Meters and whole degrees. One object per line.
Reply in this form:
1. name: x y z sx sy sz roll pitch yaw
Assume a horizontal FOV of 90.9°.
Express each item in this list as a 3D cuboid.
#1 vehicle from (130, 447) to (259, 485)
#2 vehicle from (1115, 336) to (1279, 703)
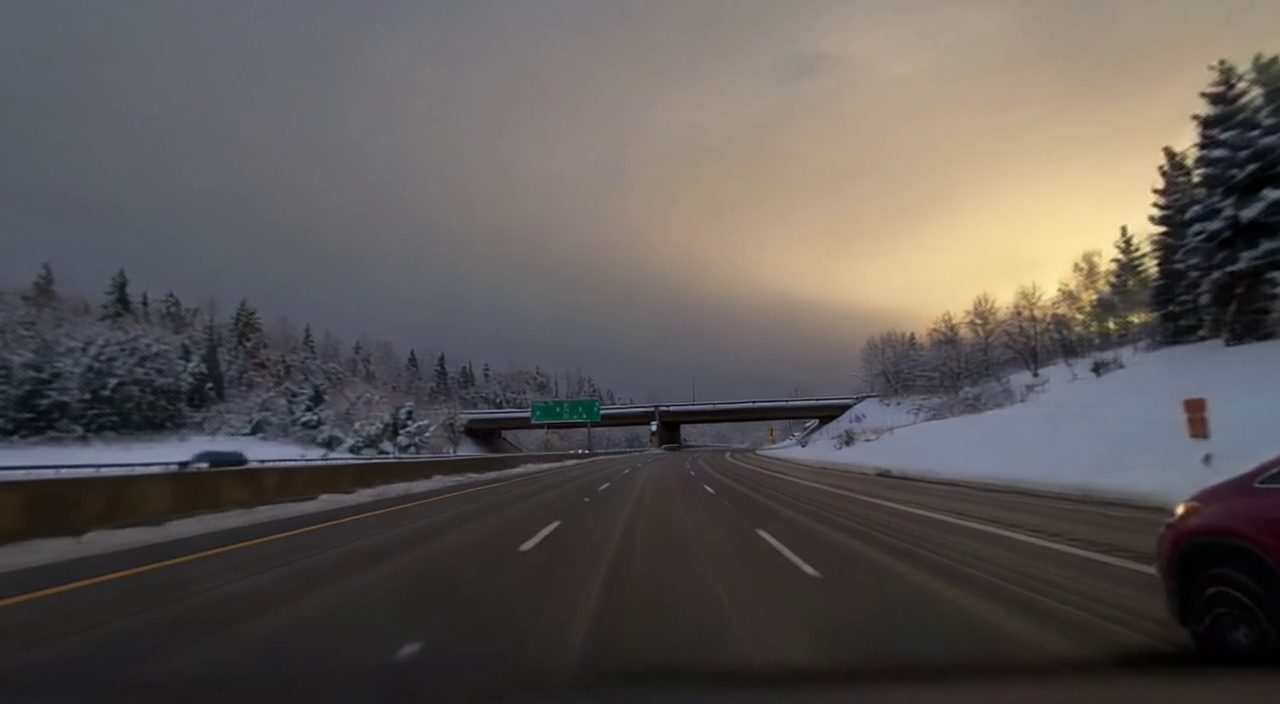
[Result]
1. vehicle: -22.462 5.737 32.126 2.068 1.718 5.389 -2 -9 9
2. vehicle: 3.895 0.593 1.474 2.019 1.732 4.579 0 -8 1
